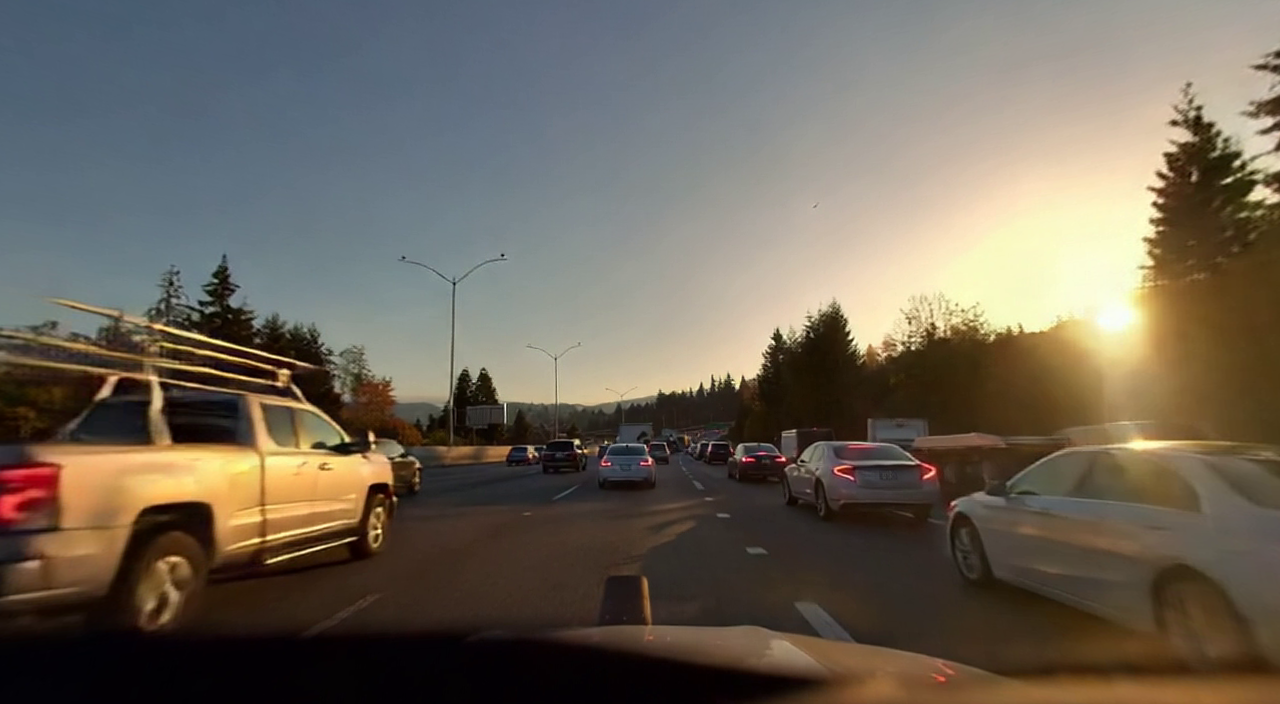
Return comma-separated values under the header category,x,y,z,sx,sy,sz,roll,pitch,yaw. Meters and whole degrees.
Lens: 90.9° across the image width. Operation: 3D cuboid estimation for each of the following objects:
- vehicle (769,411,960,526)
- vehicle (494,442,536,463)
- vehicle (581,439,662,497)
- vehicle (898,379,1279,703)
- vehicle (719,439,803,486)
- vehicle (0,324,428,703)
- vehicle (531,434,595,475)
category,x,y,z,sx,sy,sz,roll,pitch,yaw
vehicle,3.963,2.151,12.134,1.999,1.777,4.578,0,-8,1
vehicle,-9.387,7.596,47.740,1.907,1.508,4.608,-1,-8,5
vehicle,-0.409,3.288,18.247,2.070,1.456,4.029,0,-8,2
vehicle,3.710,1.146,4.304,1.984,1.567,4.475,0,-8,0
vehicle,4.160,3.874,22.569,1.907,1.474,4.840,0,-8,-2
vehicle,-4.123,1.202,5.440,2.395,1.892,5.995,0,-8,1
vehicle,-3.594,4.936,30.636,2.110,1.811,5.585,-1,-8,3
